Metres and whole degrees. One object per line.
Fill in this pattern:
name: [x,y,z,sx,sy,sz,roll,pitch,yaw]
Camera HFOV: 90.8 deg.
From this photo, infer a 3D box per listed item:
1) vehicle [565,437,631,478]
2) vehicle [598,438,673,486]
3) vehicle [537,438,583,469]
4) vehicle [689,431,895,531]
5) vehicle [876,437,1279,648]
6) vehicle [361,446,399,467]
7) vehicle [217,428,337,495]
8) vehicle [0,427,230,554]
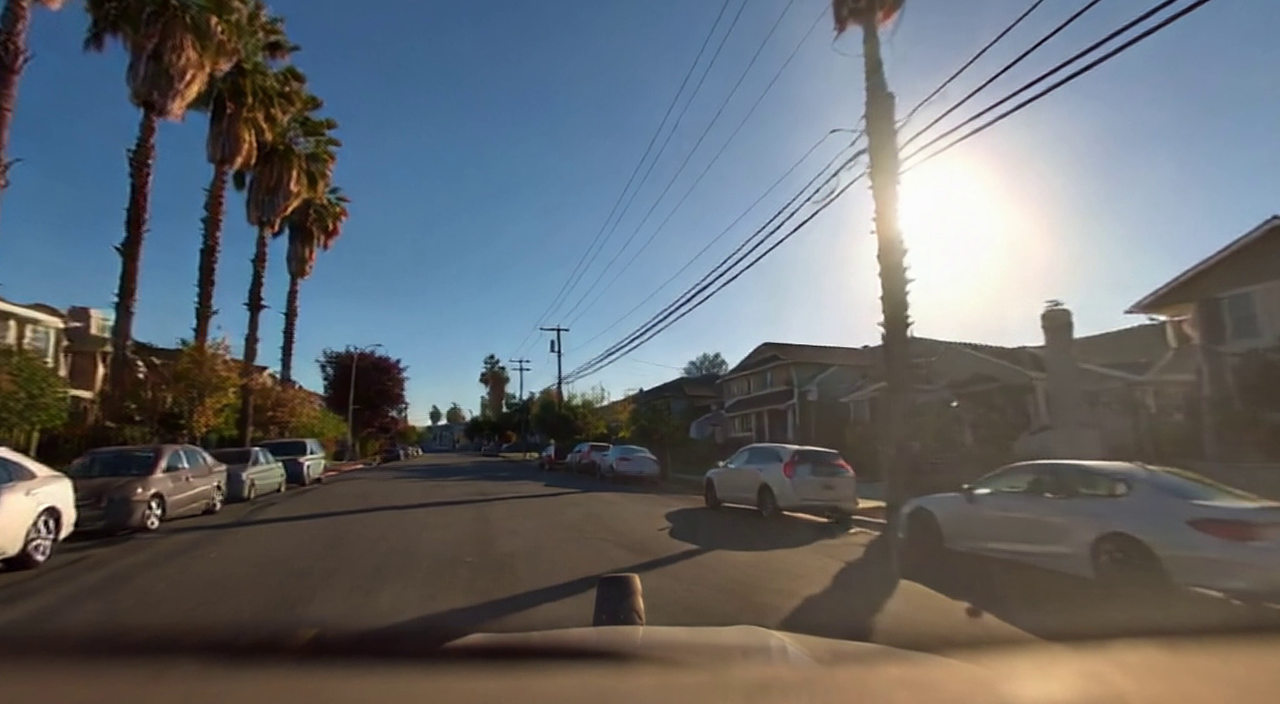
vehicle: [-2.067,4.949,30.041,1.922,1.761,4.633,3,-9,-19]
vehicle: [-0.278,4.206,24.512,1.894,1.675,4.294,2,-9,-14]
vehicle: [-5.262,6.539,40.852,2.115,1.826,4.871,3,-9,-17]
vehicle: [2.777,2.475,12.821,1.943,1.623,4.471,3,-9,-18]
vehicle: [4.688,1.651,6.689,1.786,1.437,4.448,2,-9,-15]
vehicle: [-19.633,7.844,47.855,2.013,1.483,4.645,2,-9,-15]
vehicle: [-12.220,3.698,21.772,2.300,1.943,5.744,2,-9,-17]
vehicle: [-9.019,2.233,11.092,1.919,1.678,4.385,-1,-7,-17]
